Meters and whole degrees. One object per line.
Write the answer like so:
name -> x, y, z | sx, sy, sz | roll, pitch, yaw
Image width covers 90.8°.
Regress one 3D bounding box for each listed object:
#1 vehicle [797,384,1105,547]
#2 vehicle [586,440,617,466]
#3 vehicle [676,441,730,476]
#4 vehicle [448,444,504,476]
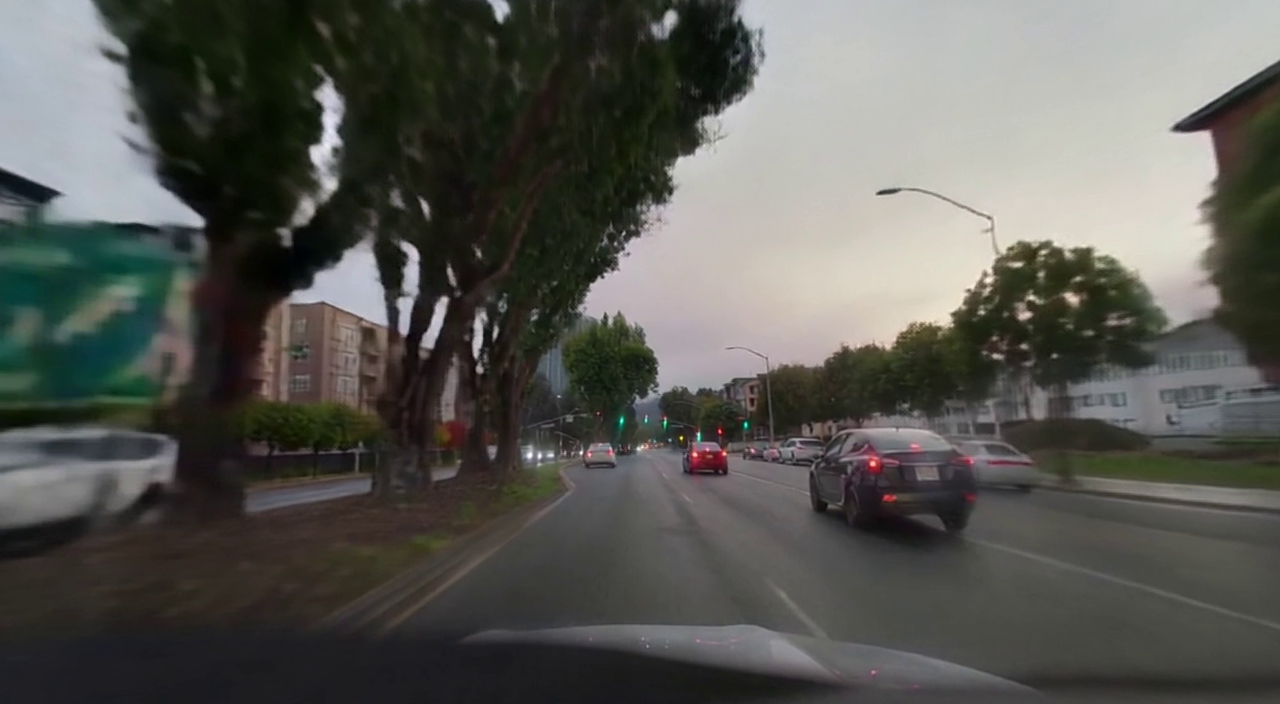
vehicle -> 4.604, 1.844, 10.847 | 2.427, 2.017, 5.763 | 0, -9, 1
vehicle -> -2.698, 7.035, 44.056 | 2.065, 1.716, 4.265 | 1, -9, -4
vehicle -> 2.817, 4.899, 29.260 | 2.003, 1.480, 4.494 | 0, -9, -1
vehicle -> -9.118, 6.036, 35.518 | 1.941, 1.639, 4.293 | 0, -9, 1
